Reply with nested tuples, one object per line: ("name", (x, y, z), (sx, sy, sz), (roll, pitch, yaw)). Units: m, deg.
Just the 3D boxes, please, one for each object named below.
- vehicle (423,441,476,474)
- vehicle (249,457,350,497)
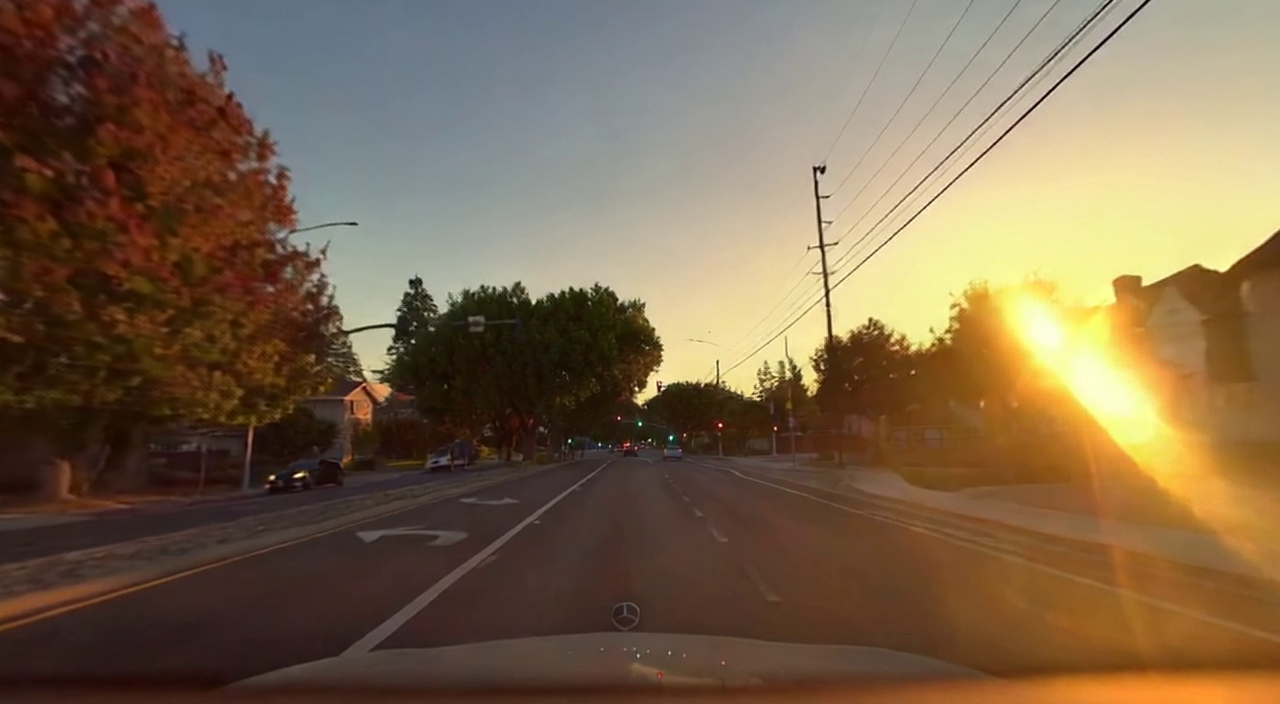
("vehicle", (-13.899, 7.713, 46.424), (2.346, 2.217, 5.290), (0, -8, -2))
("vehicle", (-14.115, 5.179, 26.510), (1.888, 1.470, 4.282), (0, -8, -1))
